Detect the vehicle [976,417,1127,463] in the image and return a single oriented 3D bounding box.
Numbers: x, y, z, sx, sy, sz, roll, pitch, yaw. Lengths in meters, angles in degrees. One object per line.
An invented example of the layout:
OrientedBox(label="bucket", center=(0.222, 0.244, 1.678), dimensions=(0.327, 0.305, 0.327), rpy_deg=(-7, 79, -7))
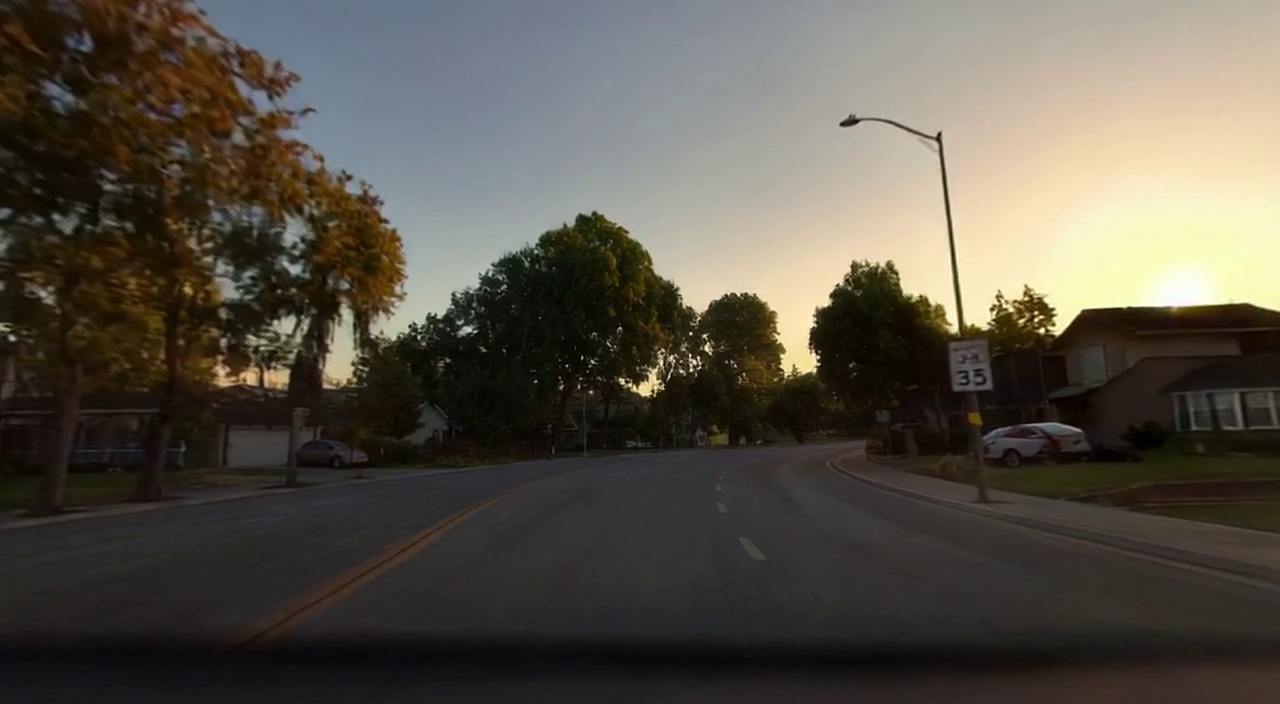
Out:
OrientedBox(label="vehicle", center=(16.880, 3.670, 26.158), dimensions=(4.766, 1.789, 1.939), rpy_deg=(-3, -9, 17))

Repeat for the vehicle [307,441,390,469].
OrientedBox(label="vehicle", center=(-17.405, 6.148, 37.727), dimensions=(4.110, 1.605, 1.968), rpy_deg=(-2, -9, 15))
